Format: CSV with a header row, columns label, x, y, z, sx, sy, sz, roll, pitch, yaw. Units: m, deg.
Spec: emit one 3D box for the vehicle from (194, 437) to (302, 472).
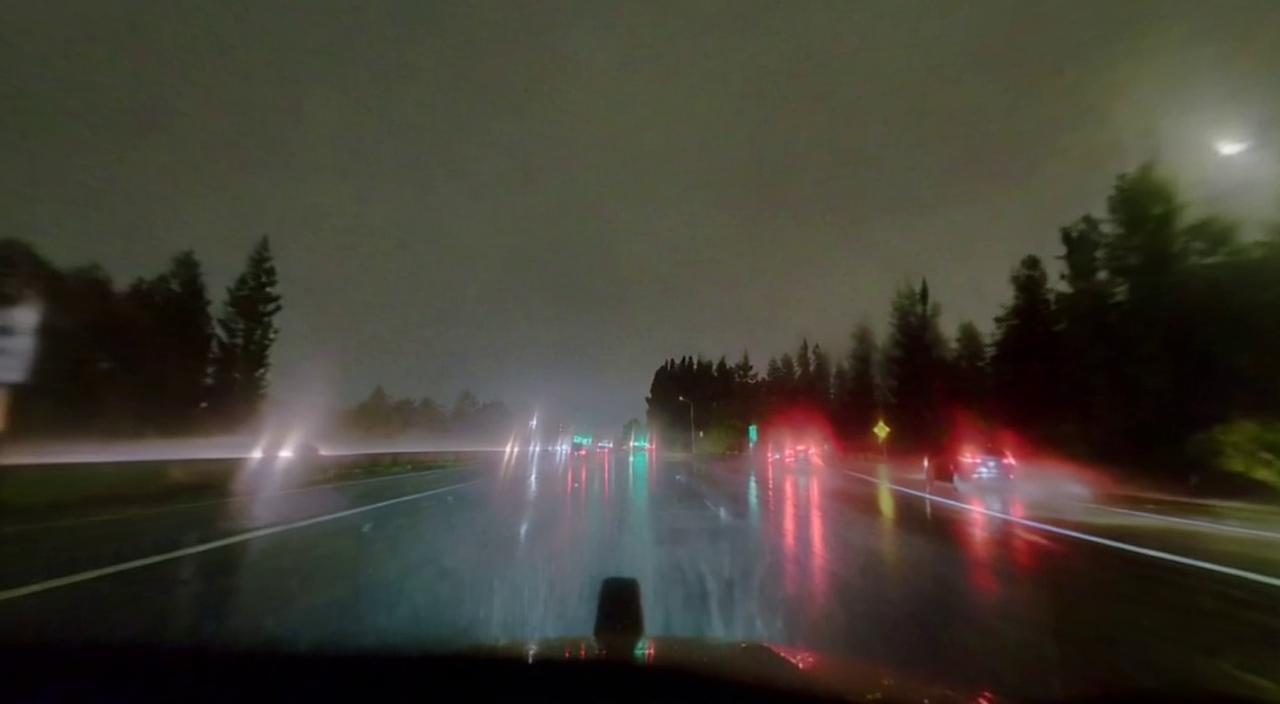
label,x,y,z,sx,sy,sz,roll,pitch,yaw
vehicle,-21.215,5.582,34.593,2.128,1.757,5.776,0,-8,1
